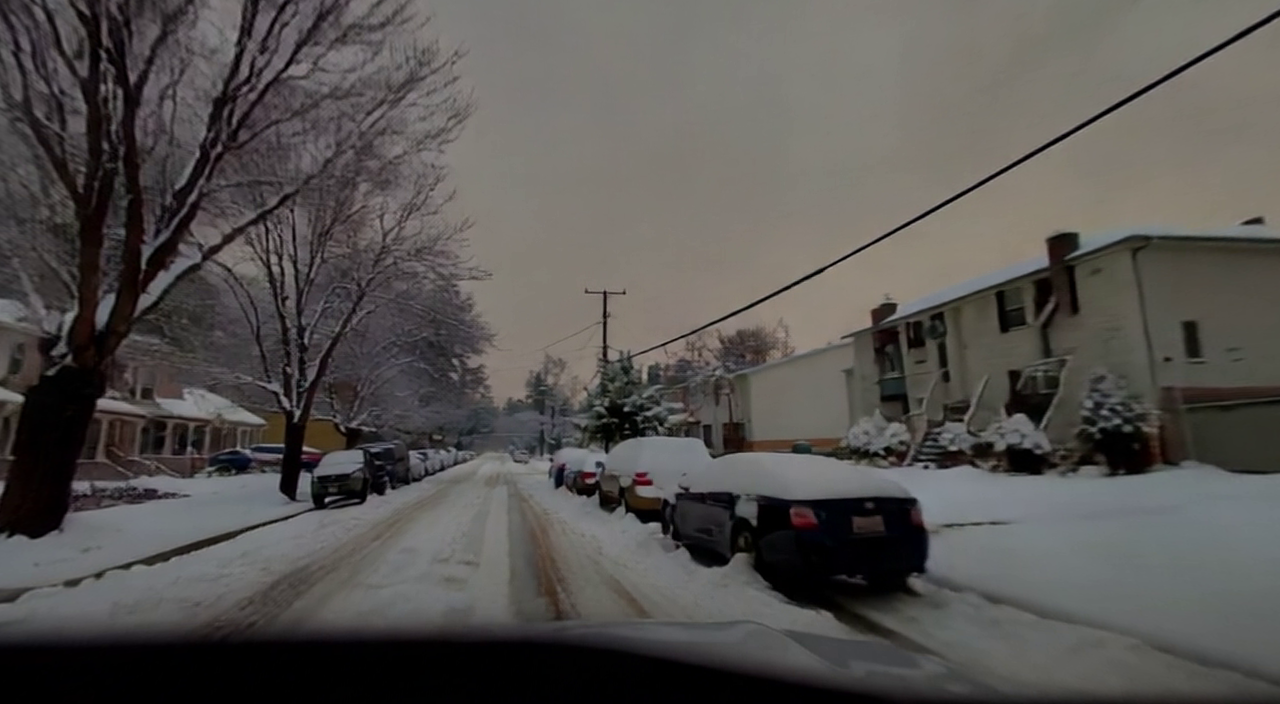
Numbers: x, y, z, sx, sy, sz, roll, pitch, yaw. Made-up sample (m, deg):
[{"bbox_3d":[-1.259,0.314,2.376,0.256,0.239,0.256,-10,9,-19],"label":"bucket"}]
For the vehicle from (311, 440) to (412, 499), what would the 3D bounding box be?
[{"bbox_3d":[-8.415,3.531,19.482,1.908,1.493,4.806,5,-9,-13],"label":"vehicle"}]

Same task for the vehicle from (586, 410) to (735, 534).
[{"bbox_3d":[0.181,2.390,13.630,1.993,2.129,4.893,1,-7,-13],"label":"vehicle"}]

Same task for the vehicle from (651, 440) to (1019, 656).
[{"bbox_3d":[1.600,1.770,7.048,1.828,1.442,4.476,2,-7,-14],"label":"vehicle"}]

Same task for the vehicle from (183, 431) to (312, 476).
[{"bbox_3d":[-16.387,4.211,26.491,4.153,1.550,2.029,1,-2,-14],"label":"vehicle"}]
